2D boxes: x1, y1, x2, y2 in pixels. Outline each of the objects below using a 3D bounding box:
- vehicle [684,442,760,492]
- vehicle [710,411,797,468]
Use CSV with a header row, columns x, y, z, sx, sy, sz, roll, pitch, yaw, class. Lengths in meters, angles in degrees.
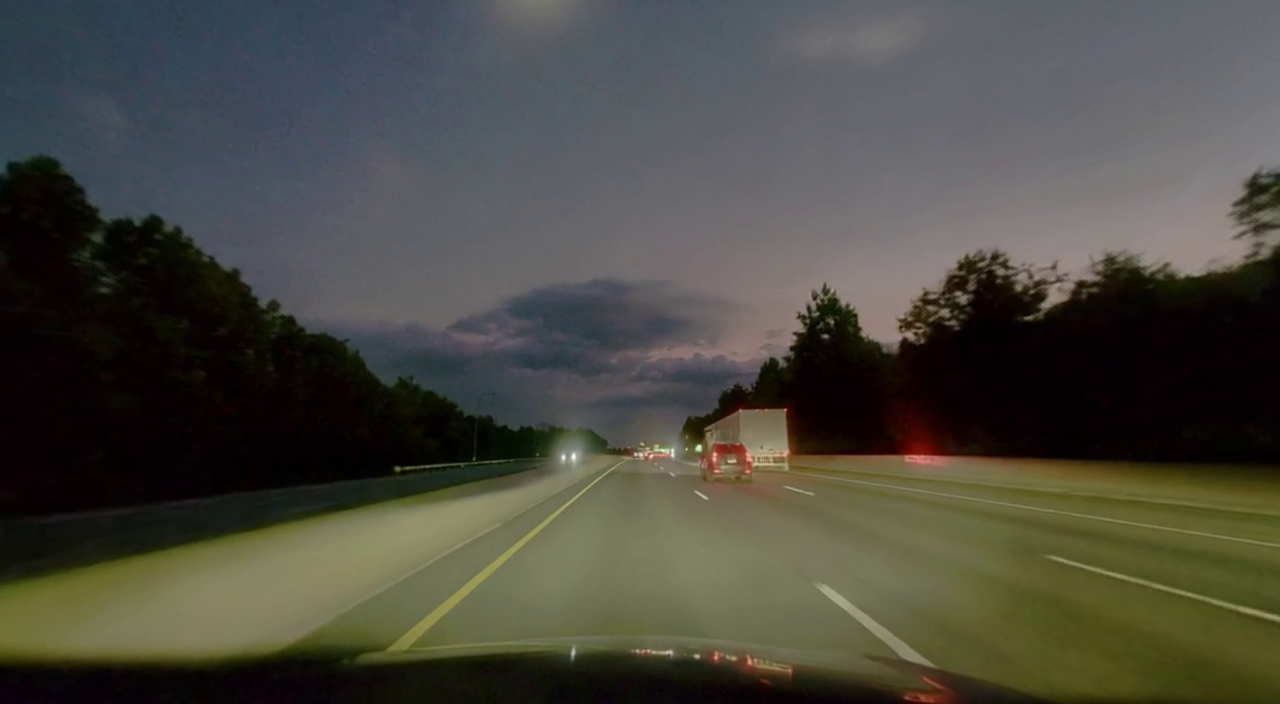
x,y,z,sx,sy,sz,roll,pitch,yaw,class
2.896,4.190,23.340,2.123,1.620,4.959,0,-9,-1,vehicle
6.922,5.723,40.231,3.536,3.160,9.428,1,-9,-2,vehicle
